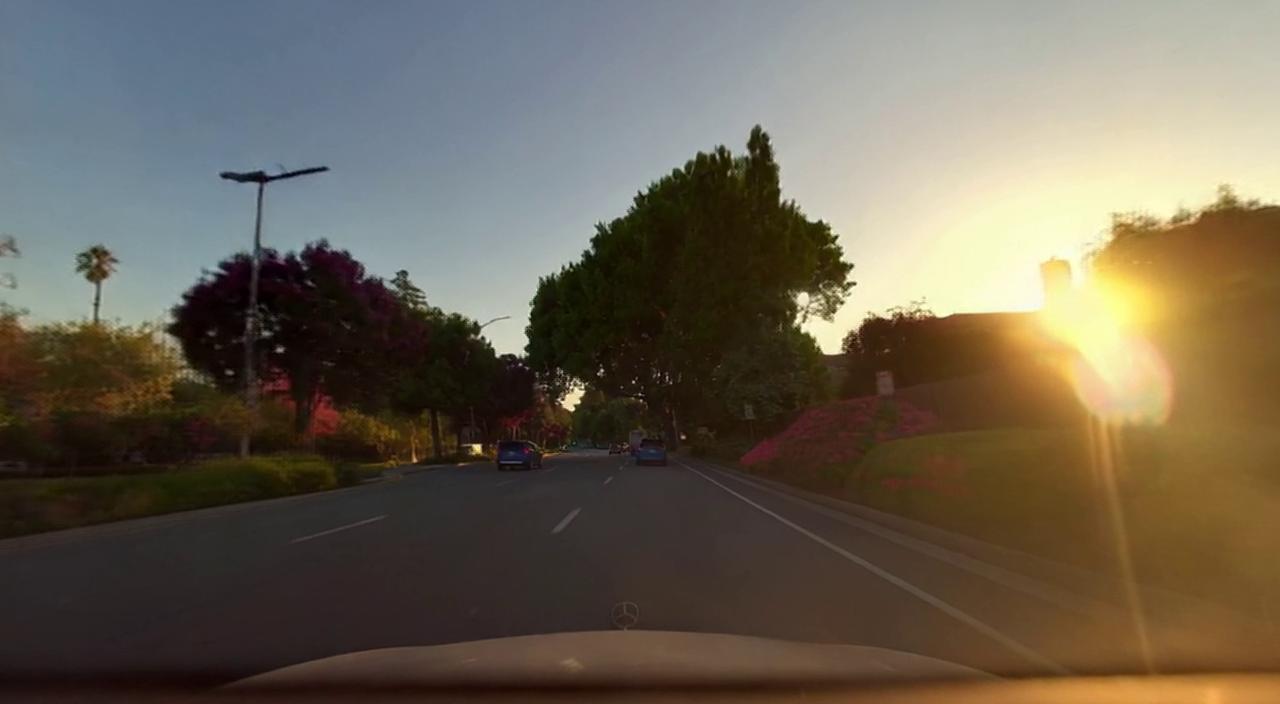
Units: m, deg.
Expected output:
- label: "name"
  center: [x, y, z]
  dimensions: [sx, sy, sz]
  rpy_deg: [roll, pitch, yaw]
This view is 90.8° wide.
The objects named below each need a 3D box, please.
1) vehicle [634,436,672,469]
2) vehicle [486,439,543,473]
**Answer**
- label: "vehicle"
  center: [0.732, 5.904, 37.316]
  dimensions: [2.070, 1.764, 4.552]
  rpy_deg: [0, -8, 0]
- label: "vehicle"
  center: [-6.523, 5.443, 33.270]
  dimensions: [1.993, 1.657, 4.487]
  rpy_deg: [0, -8, 1]
